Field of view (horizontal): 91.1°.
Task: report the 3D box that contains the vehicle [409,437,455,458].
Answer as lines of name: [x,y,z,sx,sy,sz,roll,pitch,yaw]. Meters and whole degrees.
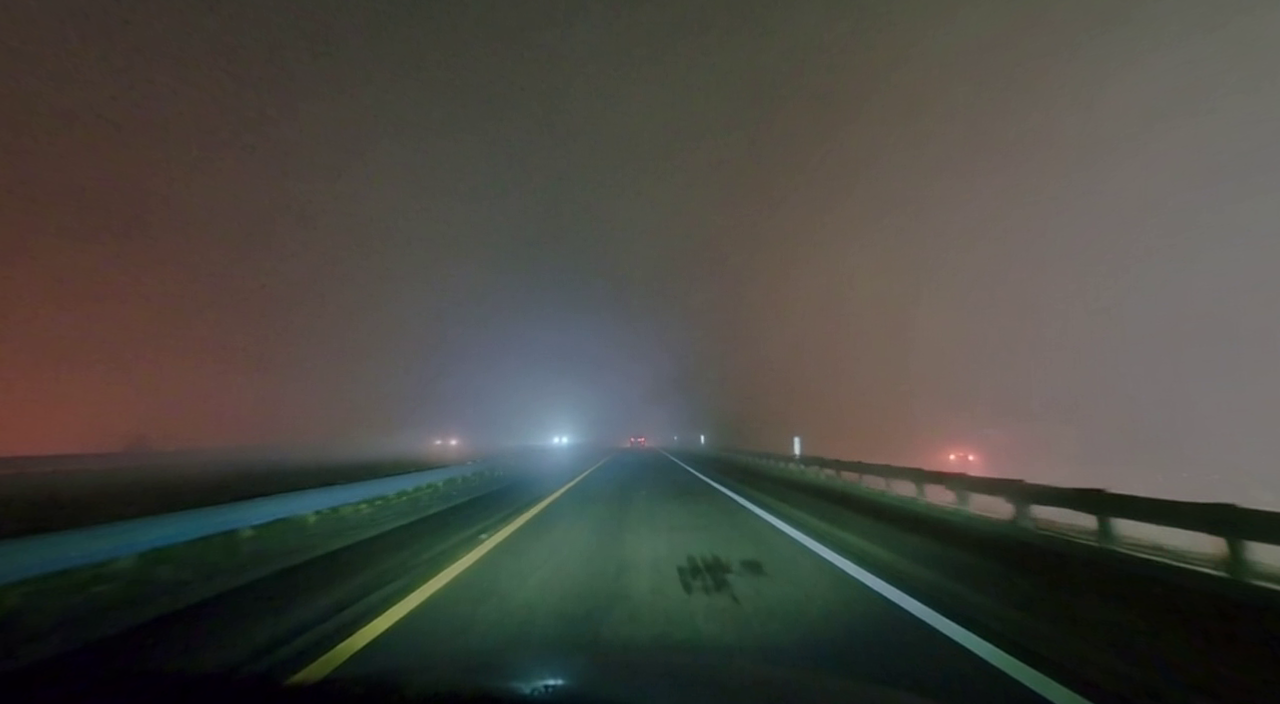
vehicle: [-15.833,7.294,48.174,1.892,1.494,4.593,0,-7,1]
